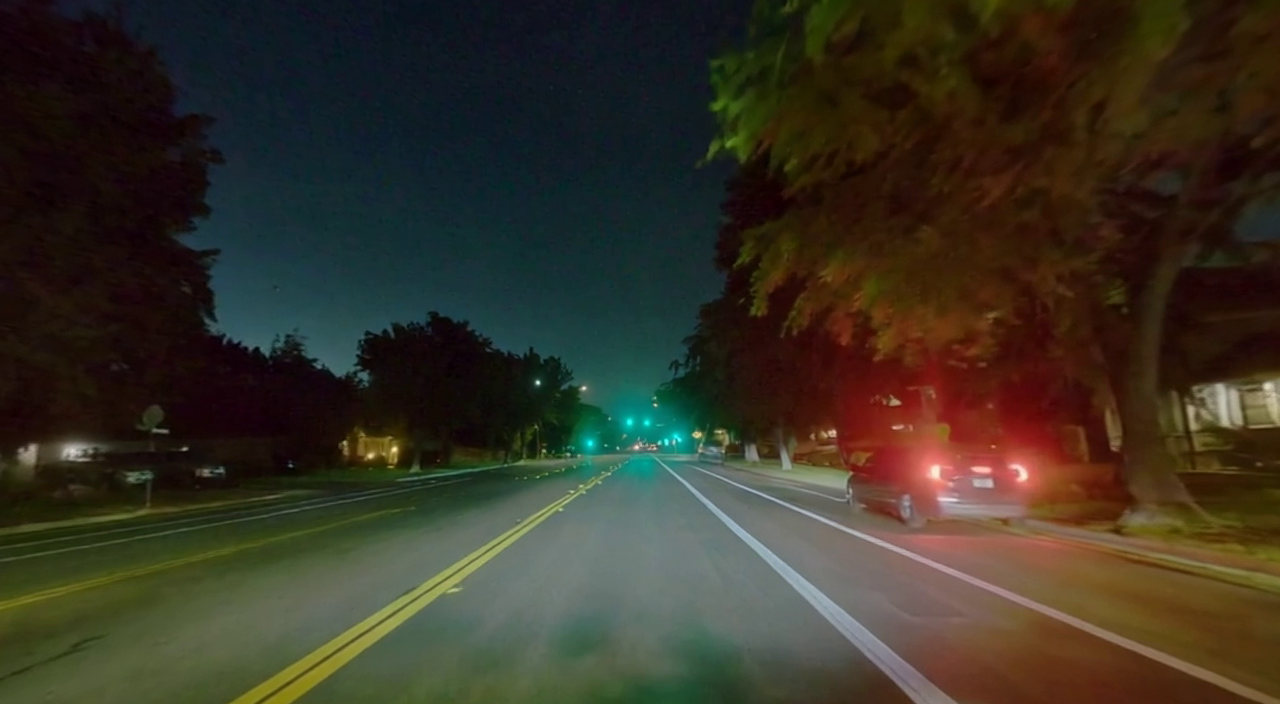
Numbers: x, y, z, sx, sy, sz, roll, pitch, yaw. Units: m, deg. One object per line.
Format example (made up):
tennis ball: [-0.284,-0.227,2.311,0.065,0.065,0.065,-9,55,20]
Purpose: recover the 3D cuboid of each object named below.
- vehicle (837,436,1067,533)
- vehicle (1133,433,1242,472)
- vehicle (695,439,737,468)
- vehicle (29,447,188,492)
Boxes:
vehicle: [5.423,2.337,11.790,1.935,1.453,4.488,0,-9,-1]
vehicle: [22.887,4.184,26.539,1.783,1.494,3.909,-3,-8,14]
vehicle: [4.949,6.717,41.714,2.105,1.772,4.757,0,-9,0]
vehicle: [-21.589,4.779,25.763,4.610,1.721,2.019,0,-9,-1]
